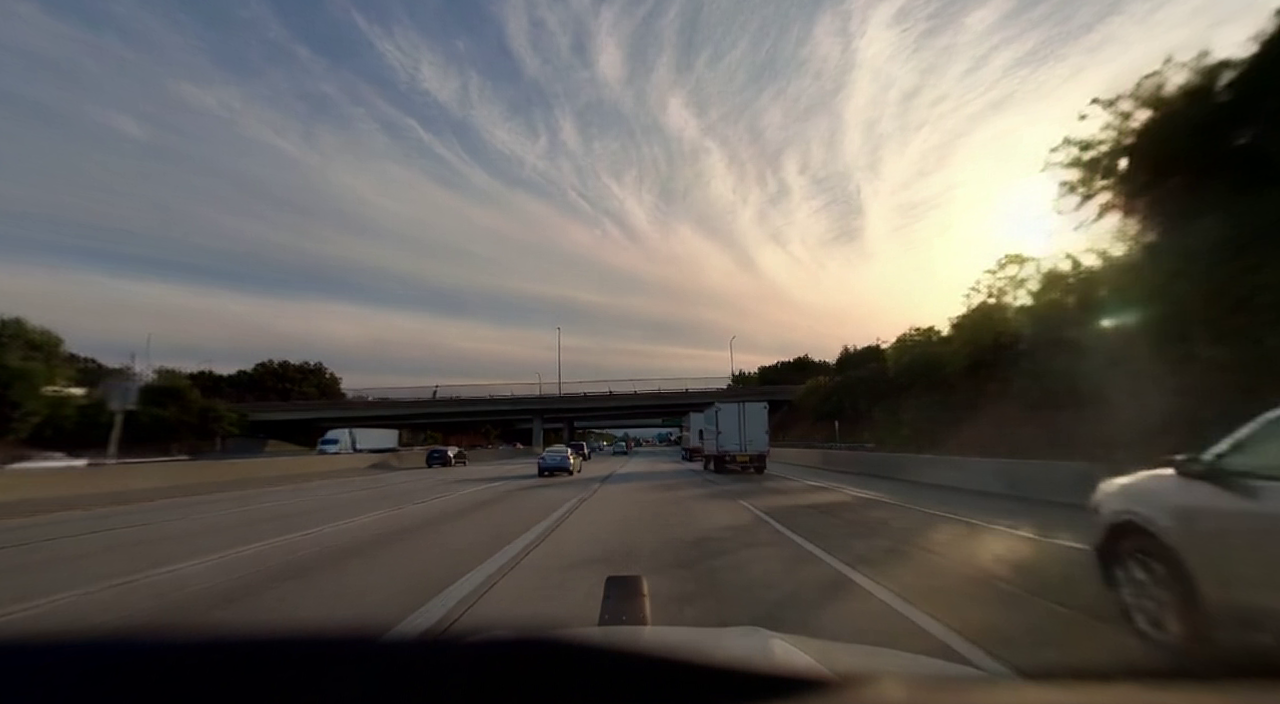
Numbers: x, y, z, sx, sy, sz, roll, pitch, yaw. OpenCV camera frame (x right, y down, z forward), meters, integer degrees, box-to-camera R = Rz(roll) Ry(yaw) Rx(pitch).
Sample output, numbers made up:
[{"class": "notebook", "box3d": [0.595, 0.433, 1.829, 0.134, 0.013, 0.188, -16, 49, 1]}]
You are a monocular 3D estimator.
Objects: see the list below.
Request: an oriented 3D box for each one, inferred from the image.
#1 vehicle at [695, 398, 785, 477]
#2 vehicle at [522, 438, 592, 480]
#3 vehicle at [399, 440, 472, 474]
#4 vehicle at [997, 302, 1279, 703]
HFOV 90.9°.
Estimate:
[{"class": "vehicle", "box3d": [4.188, 3.825, 27.990, 2.732, 3.052, 7.118, 0, -8, -1]}, {"class": "vehicle", "box3d": [-3.083, 4.060, 24.244, 1.981, 1.473, 4.317, 0, -8, 2]}, {"class": "vehicle", "box3d": [-9.630, 4.963, 30.075, 1.899, 1.465, 4.589, 0, -8, 0]}, {"class": "vehicle", "box3d": [4.108, 0.581, 1.755, 2.355, 1.930, 6.633, 0, -8, 0]}]
